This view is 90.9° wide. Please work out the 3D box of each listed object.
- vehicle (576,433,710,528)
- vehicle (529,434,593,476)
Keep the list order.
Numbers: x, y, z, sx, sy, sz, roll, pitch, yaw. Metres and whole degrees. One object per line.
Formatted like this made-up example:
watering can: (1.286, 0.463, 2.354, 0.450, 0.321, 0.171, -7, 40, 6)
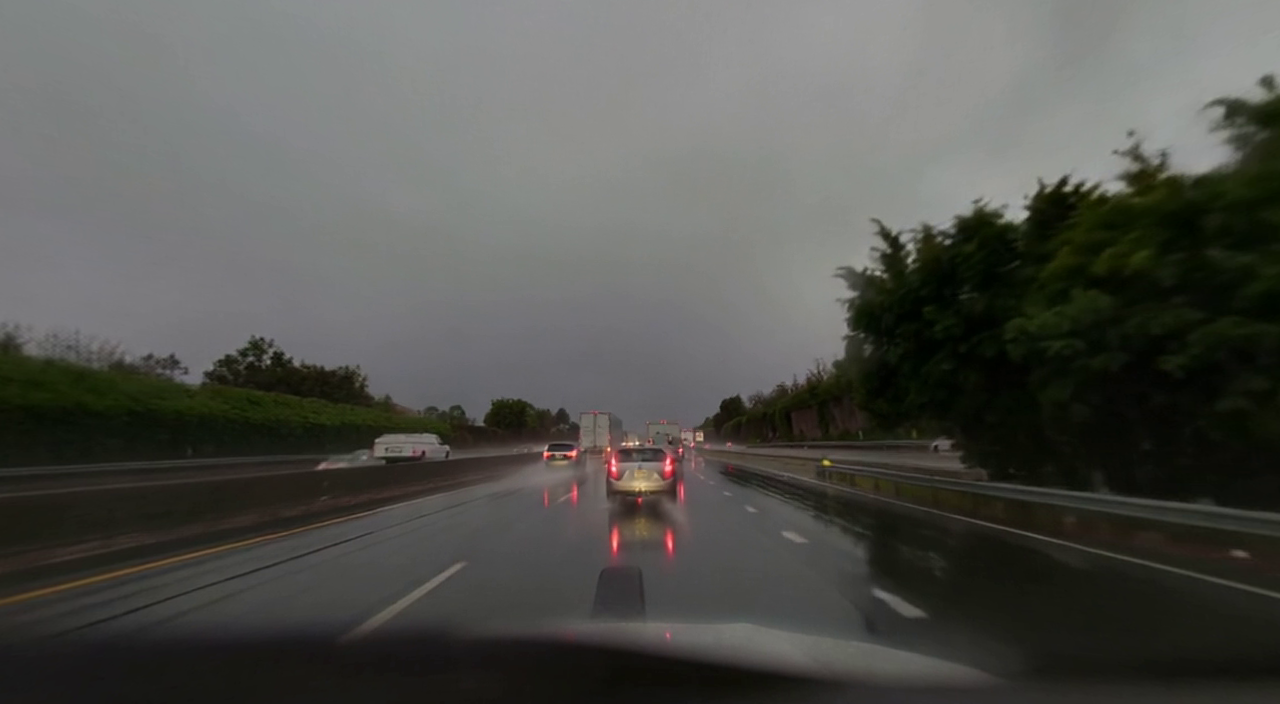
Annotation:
vehicle: (0.015, 2.292, 11.721, 2.057, 1.449, 3.931, 0, -9, -1)
vehicle: (-3.437, 4.612, 28.230, 2.177, 1.699, 4.431, 0, -9, 2)
